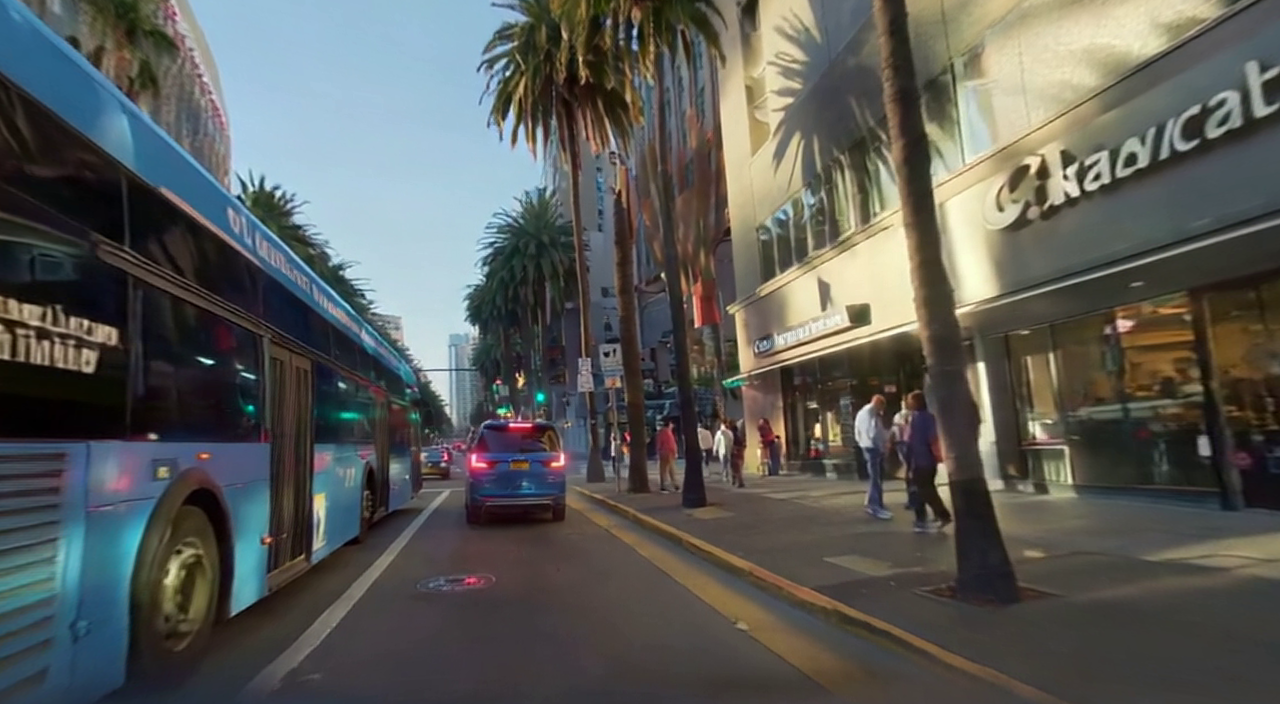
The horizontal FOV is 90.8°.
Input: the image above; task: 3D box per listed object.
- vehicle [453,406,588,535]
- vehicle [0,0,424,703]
[{"bbox_3d":[-2.405,2.117,11.834,2.002,1.907,4.211,2,-9,-17],"label":"vehicle"},{"bbox_3d":[-4.769,0.720,7.107,2.863,3.233,11.573,2,-9,-11],"label":"vehicle"}]
